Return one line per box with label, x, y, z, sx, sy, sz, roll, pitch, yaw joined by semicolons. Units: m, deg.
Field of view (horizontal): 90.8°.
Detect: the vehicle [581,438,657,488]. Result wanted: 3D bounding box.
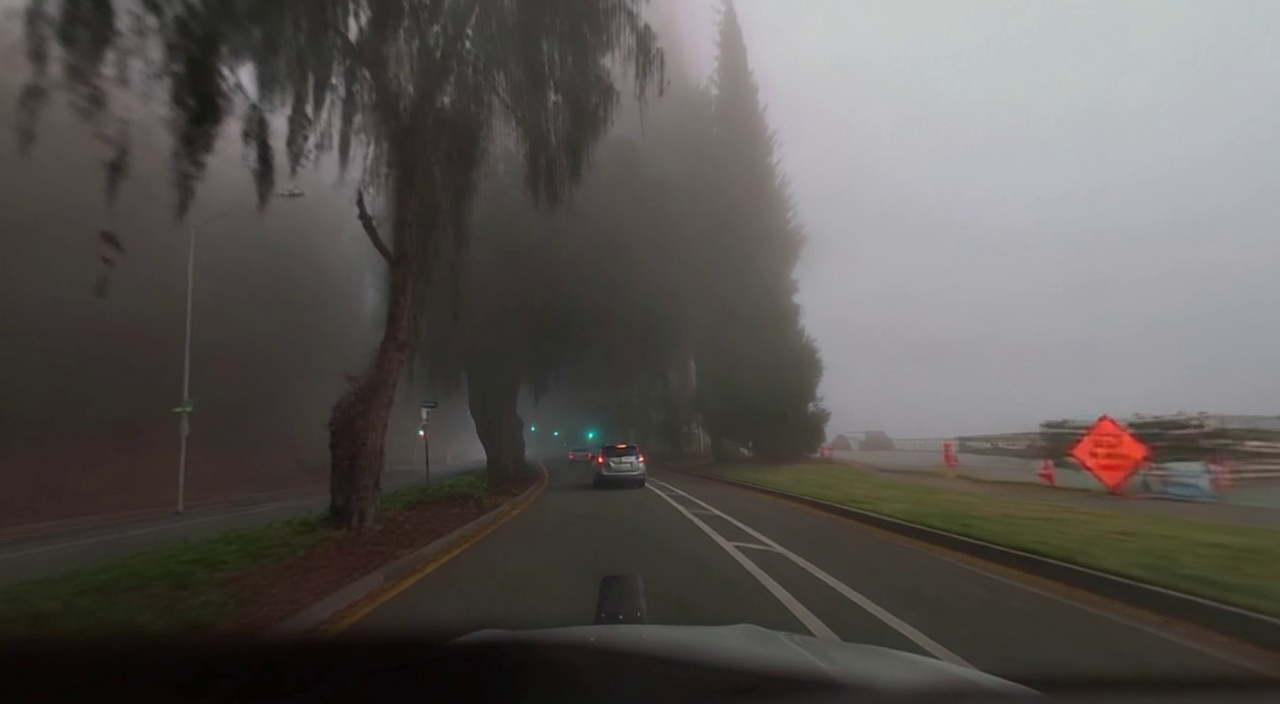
vehicle;-0.847;3.752;21.688;2.266;1.508;4.430;1;-9;-7
